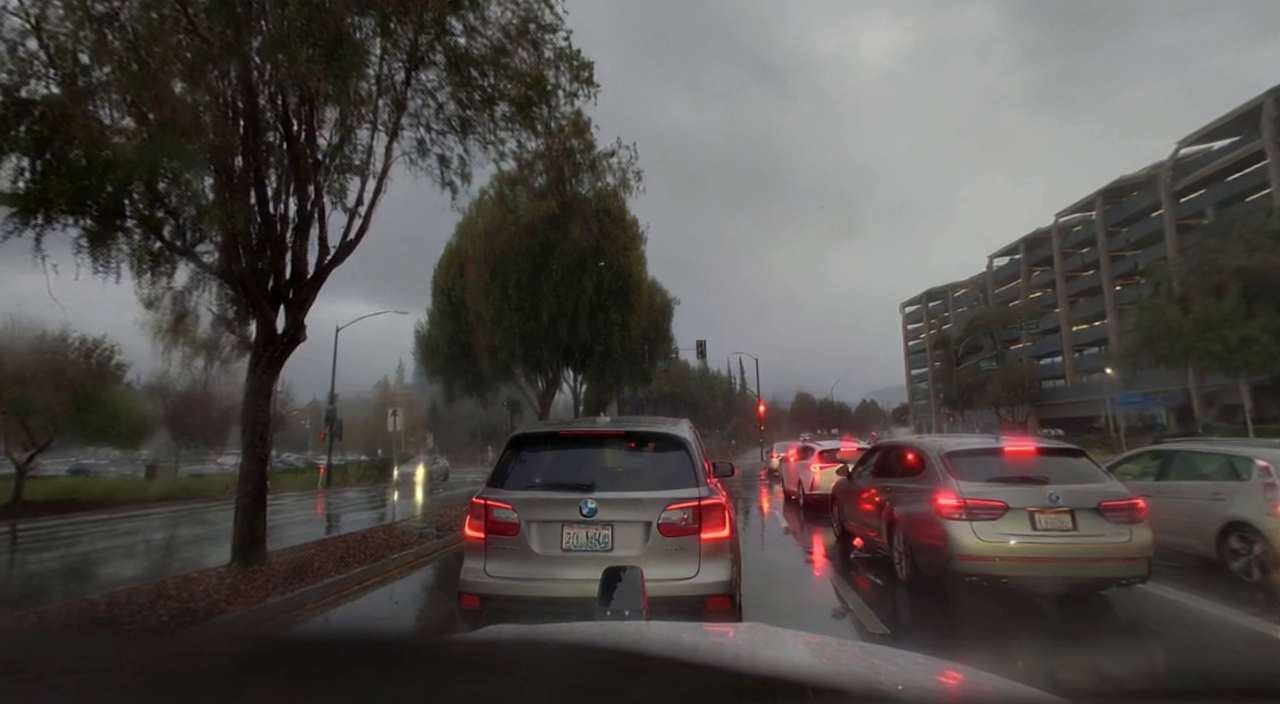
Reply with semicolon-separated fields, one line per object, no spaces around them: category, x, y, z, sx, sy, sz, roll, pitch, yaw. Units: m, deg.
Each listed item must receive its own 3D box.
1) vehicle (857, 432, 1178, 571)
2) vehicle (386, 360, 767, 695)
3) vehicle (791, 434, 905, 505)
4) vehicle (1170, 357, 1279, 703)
vehicle;4.899;1.967;9.184;1.963;1.480;4.553;0;-8;2
vehicle;-0.211;1.235;5.563;2.021;1.742;4.295;-1;-8;4
vehicle;5.330;3.033;16.720;1.994;1.638;4.100;-1;-9;6
vehicle;4.059;0.600;1.113;1.993;1.719;4.953;0;-8;1
